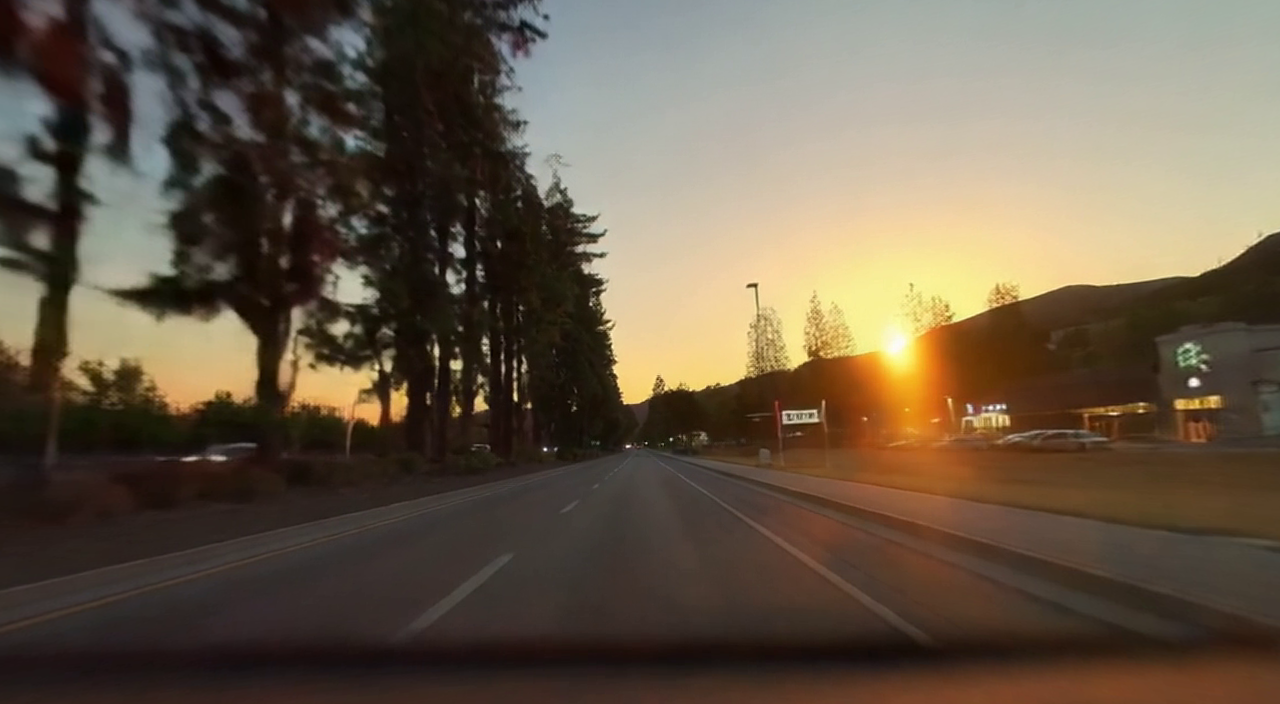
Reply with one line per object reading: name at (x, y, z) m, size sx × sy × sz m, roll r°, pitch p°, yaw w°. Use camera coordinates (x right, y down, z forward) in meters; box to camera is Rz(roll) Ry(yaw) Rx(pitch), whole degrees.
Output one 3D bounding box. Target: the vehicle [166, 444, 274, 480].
vehicle at (-20.638, 5.399, 31.230) m, size 1.966 × 1.595 × 4.802 m, roll -1°, pitch -9°, yaw 1°
